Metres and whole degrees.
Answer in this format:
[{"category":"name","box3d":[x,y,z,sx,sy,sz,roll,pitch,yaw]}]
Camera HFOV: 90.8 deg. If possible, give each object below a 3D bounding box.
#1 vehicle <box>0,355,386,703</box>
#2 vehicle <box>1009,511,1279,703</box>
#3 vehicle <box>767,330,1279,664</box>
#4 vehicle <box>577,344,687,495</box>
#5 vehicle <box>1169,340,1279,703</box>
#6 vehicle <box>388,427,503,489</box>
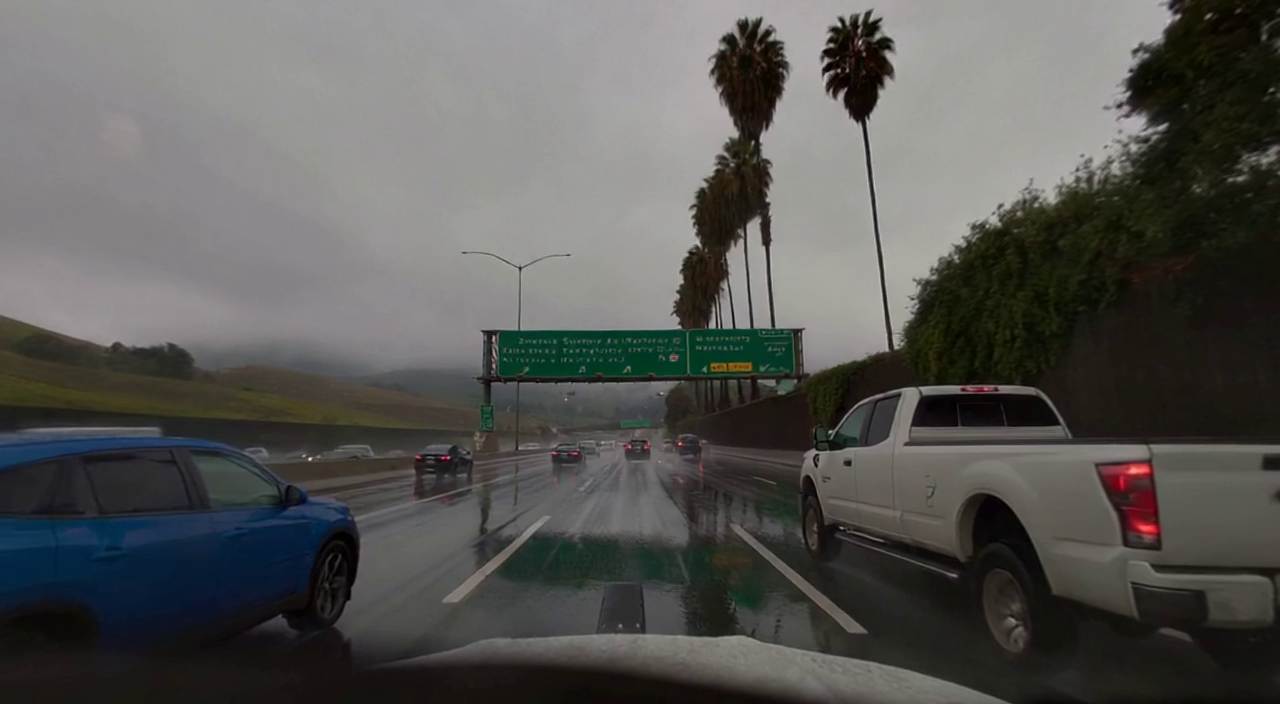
[{"category":"vehicle","box3d":[-3.234,1.047,3.539,1.885,1.654,4.103,0,-9,0]},{"category":"vehicle","box3d":[3.155,0.890,0.329,2.635,1.036,5.568,0,-9,0]},{"category":"vehicle","box3d":[3.102,1.318,6.863,2.245,2.103,5.613,0,-9,0]},{"category":"vehicle","box3d":[-0.149,2.595,22.315,2.906,4.040,10.743,0,-9,1]},{"category":"vehicle","box3d":[3.184,0.372,0.247,1.859,1.416,4.695,0,-9,-1]},{"category":"vehicle","box3d":[-6.879,3.844,23.170,2.344,1.954,5.579,0,-9,1]}]
